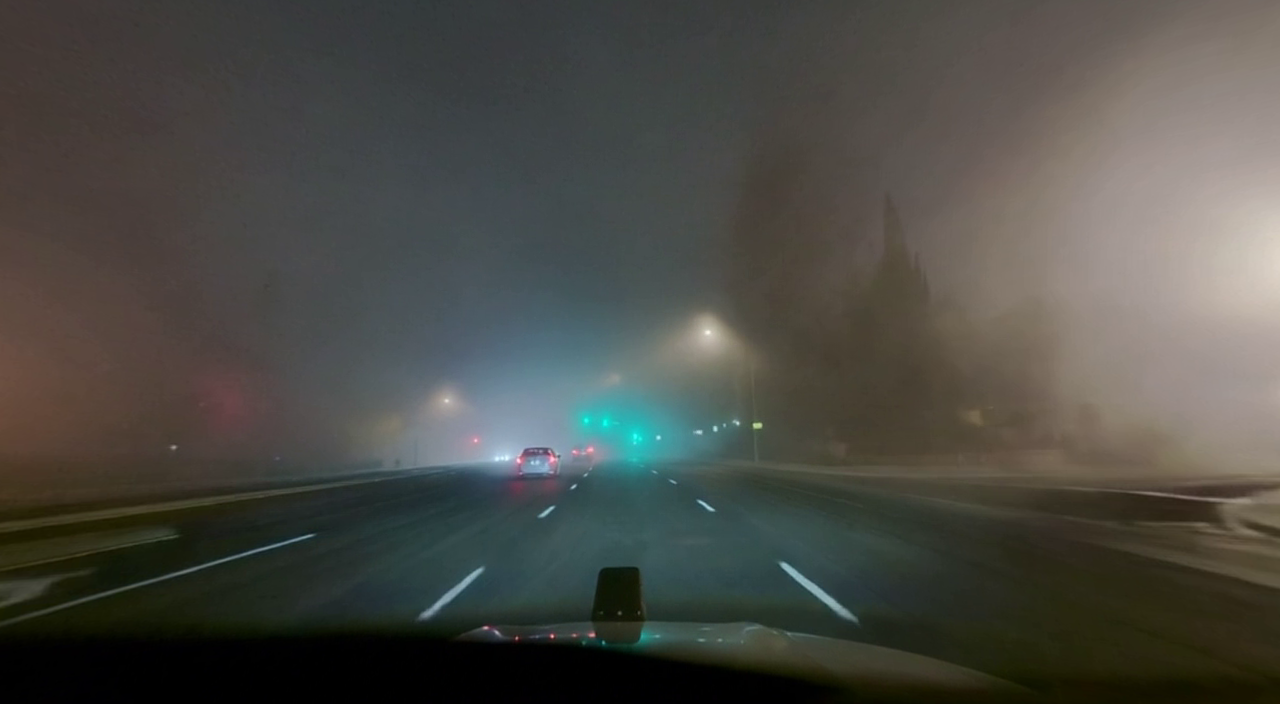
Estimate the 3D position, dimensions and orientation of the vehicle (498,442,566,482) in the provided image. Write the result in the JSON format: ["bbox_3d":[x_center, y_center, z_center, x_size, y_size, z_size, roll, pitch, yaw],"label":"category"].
[{"bbox_3d":[-4.289,4.454,25.885,2.108,1.475,4.555,0,-8,-2],"label":"vehicle"}]
